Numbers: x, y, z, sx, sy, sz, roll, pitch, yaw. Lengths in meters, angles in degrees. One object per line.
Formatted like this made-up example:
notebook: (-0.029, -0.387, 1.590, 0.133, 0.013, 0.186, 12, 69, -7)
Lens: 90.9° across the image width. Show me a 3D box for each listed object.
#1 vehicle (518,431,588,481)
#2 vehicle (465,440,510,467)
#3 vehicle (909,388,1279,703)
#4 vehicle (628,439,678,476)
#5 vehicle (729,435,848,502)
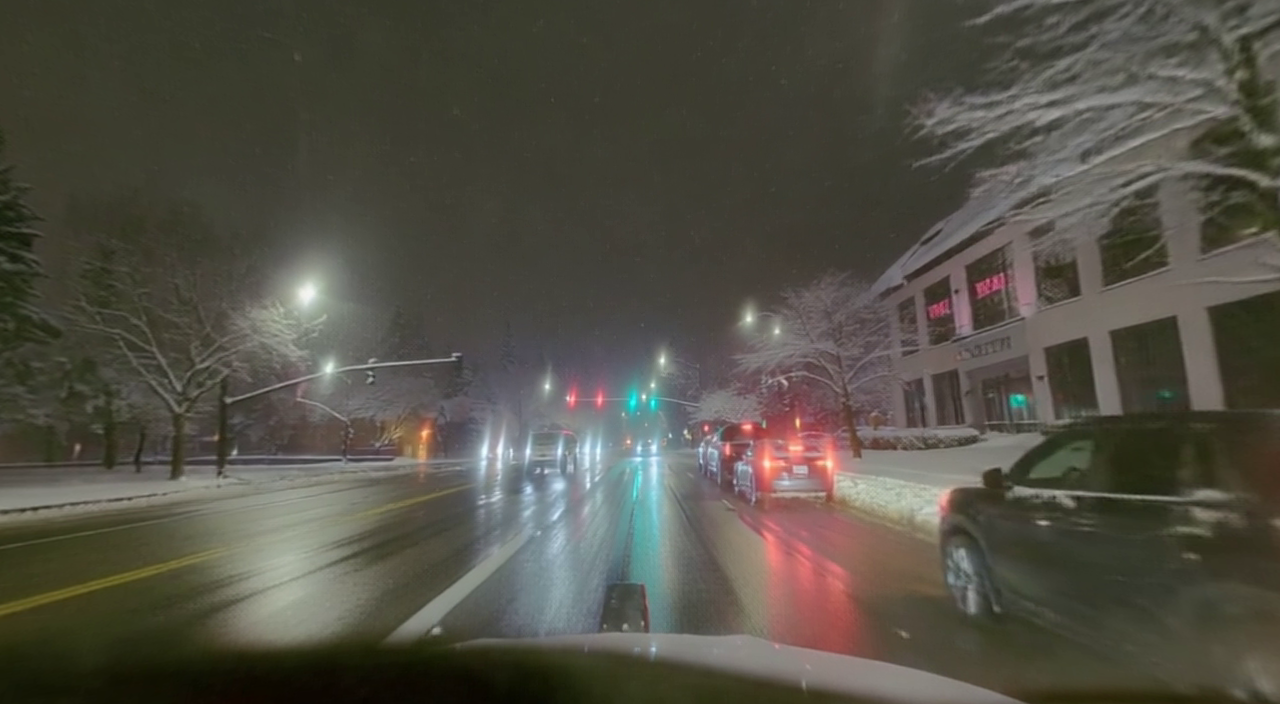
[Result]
vehicle: (-3.252, 3.989, 24.478, 2.023, 1.720, 4.452, 0, -8, 1)
vehicle: (-10.147, 6.764, 42.204, 1.989, 1.598, 4.054, -1, -8, 0)
vehicle: (3.259, 0.992, 3.090, 1.948, 1.474, 4.360, 0, -8, 0)
vehicle: (0.500, 4.437, 26.751, 1.971, 1.433, 3.923, 0, -8, 0)
vehicle: (3.579, 2.882, 16.032, 1.913, 1.463, 4.198, 0, -8, -1)
